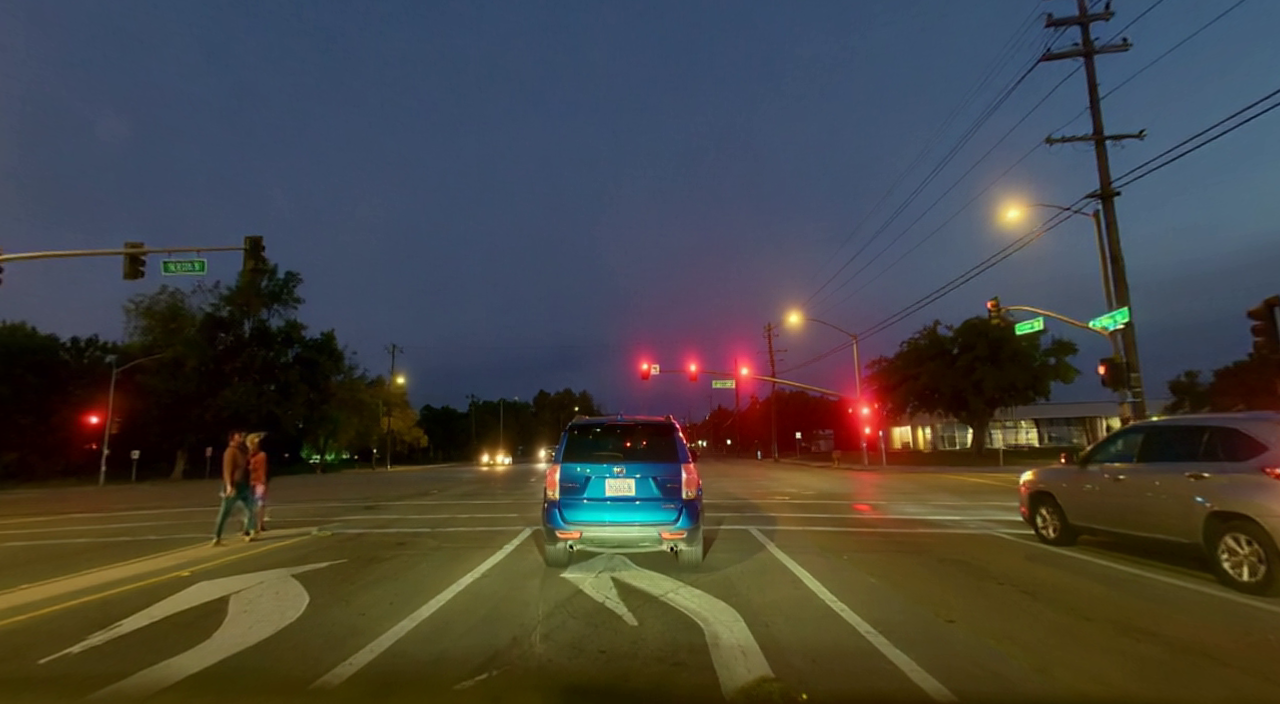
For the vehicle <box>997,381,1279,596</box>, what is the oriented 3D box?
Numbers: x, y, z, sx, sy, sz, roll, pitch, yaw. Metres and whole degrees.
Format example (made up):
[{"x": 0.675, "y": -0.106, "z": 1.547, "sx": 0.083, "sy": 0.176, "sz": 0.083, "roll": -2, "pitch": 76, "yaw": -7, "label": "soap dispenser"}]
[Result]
[{"x": 6.572, "y": 1.441, "z": 7.242, "sx": 2.119, "sy": 1.827, "sz": 4.806, "roll": 0, "pitch": -9, "yaw": 0, "label": "vehicle"}]

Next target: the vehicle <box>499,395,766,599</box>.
[{"x": -0.102, "y": 1.561, "z": 7.634, "sx": 2.285, "sy": 1.729, "sz": 4.252, "roll": 0, "pitch": -9, "yaw": -1, "label": "vehicle"}]
